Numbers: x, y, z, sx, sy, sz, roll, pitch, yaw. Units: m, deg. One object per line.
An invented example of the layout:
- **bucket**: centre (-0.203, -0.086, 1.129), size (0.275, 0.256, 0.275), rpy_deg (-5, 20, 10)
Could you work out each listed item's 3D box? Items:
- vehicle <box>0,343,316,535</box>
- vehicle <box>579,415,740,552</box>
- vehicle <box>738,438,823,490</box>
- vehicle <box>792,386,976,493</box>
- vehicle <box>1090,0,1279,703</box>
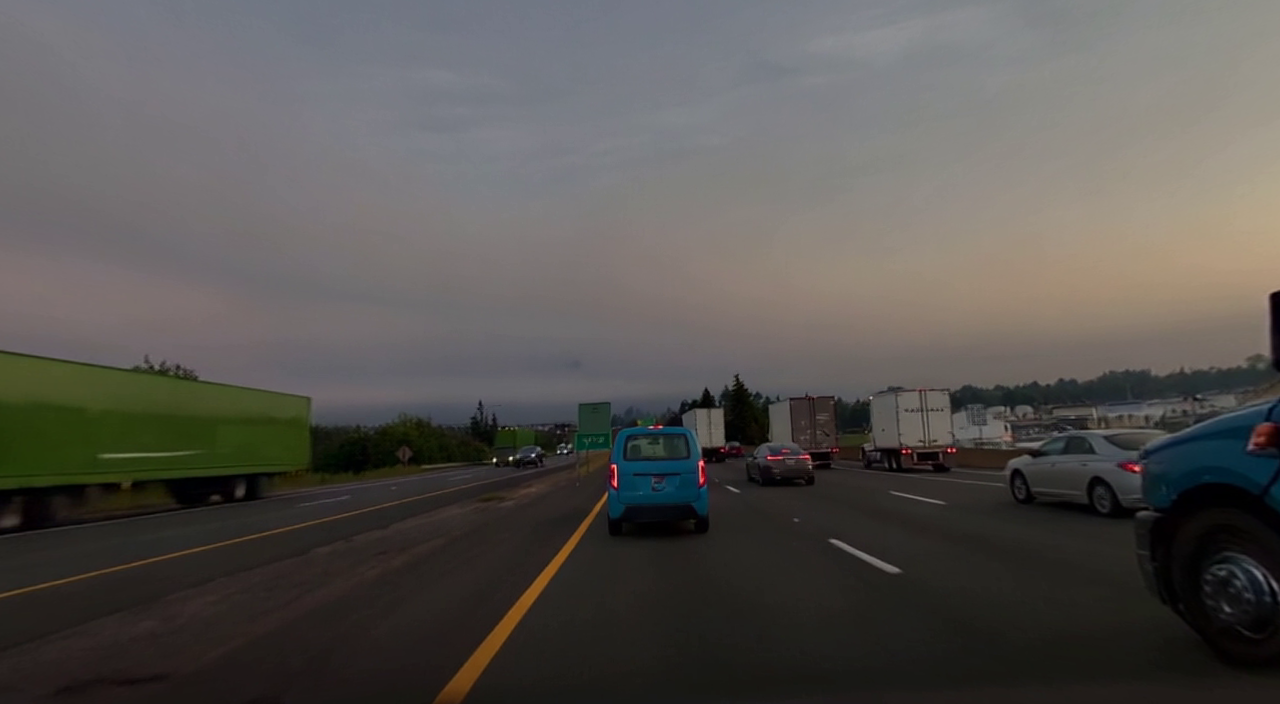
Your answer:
- **vehicle**: centre (-15.751, 2.752, 19.202), size (2.915, 4.264, 16.308), rpy_deg (0, -9, 0)
- **vehicle**: centre (0.284, 1.881, 9.459), size (1.965, 1.664, 3.428), rpy_deg (-1, -9, 2)
- **vehicle**: centre (4.477, 3.615, 20.533), size (1.859, 1.512, 3.711), rpy_deg (0, -9, 0)
- **vehicle**: centre (8.591, 3.415, 24.072), size (2.799, 3.188, 10.578), rpy_deg (0, -9, 0)
- **vehicle**: centre (4.266, -0.311, 0.662), size (2.987, 3.877, 5.881), rpy_deg (0, -9, 0)
